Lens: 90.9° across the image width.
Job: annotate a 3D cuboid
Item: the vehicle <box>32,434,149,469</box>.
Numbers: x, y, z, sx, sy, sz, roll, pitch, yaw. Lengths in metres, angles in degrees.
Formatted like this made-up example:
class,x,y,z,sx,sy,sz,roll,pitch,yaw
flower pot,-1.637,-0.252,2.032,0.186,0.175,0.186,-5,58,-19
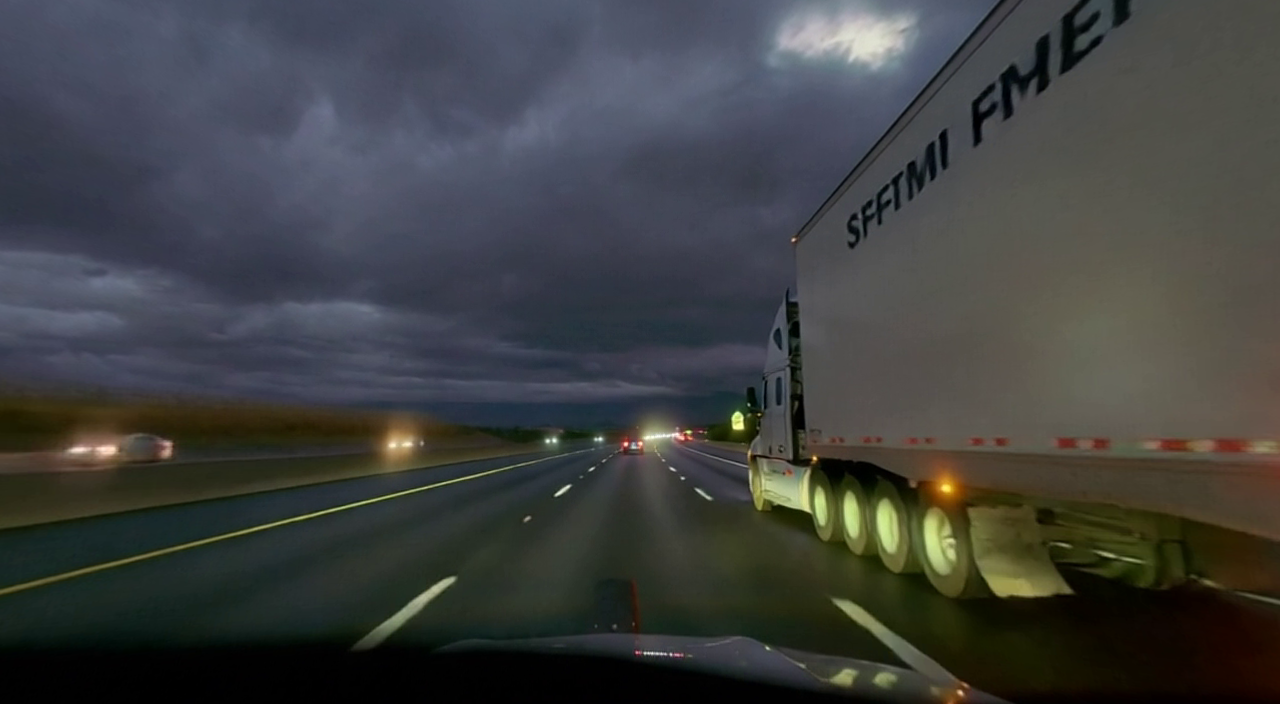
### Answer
class,x,y,z,sx,sy,sz,roll,pitch,yaw
vehicle,-26.925,4.848,31.110,1.829,1.573,4.263,-1,-8,2

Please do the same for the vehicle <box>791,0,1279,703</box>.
class,x,y,z,sx,sy,sz,roll,pitch,yaw
vehicle,3.665,0.100,5.231,3.222,3.915,6.030,0,-8,0

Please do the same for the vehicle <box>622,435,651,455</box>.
class,x,y,z,sx,sy,sz,roll,pitch,yaw
vehicle,-0.275,7.114,48.264,2.140,1.475,3.969,0,-8,0
